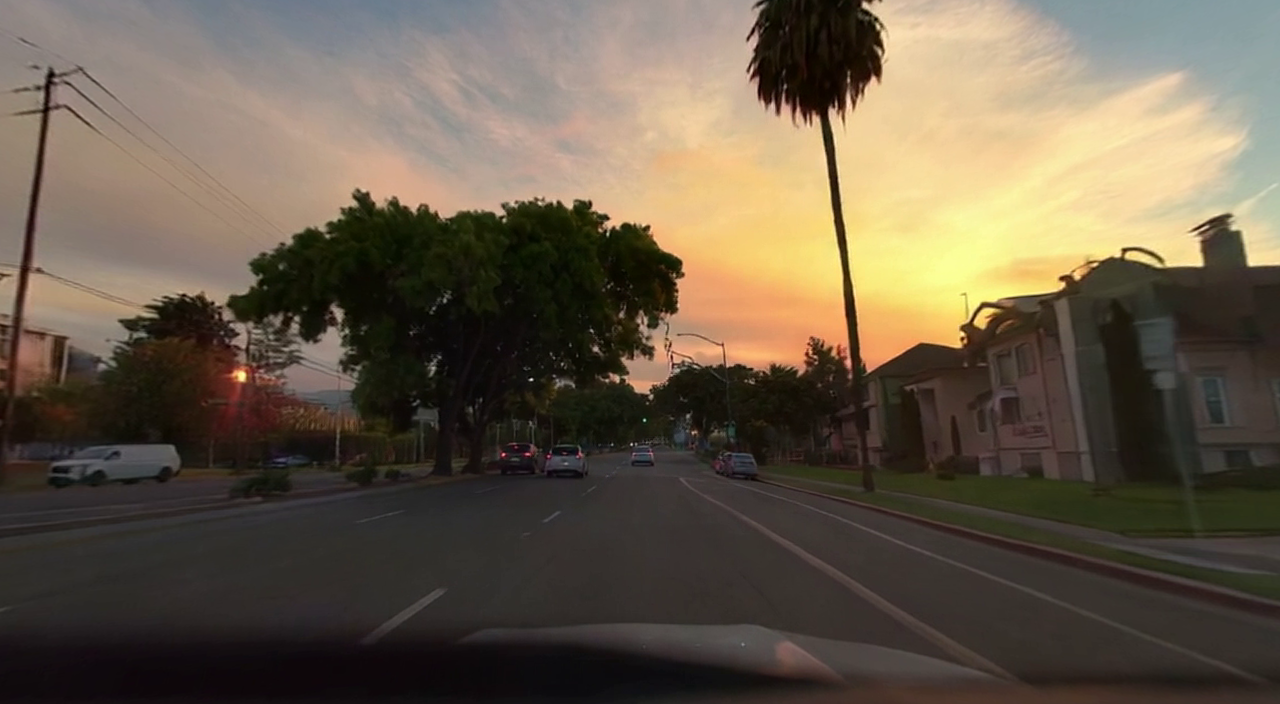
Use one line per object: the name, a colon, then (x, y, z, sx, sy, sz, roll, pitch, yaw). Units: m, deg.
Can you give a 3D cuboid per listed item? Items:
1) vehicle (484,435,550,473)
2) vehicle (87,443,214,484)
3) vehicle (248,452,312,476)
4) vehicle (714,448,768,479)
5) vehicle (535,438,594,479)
vehicle: (-6.943, 5.883, 36.483, 2.457, 2.010, 6.330, 0, -9, 1)
vehicle: (-25.172, 5.716, 32.710, 2.116, 1.947, 5.507, 0, -9, 0)
vehicle: (-25.477, 7.908, 44.703, 1.838, 1.516, 4.484, 0, -9, 1)
vehicle: (5.147, 5.752, 32.719, 1.994, 1.507, 4.173, 1, -9, -2)
vehicle: (-3.547, 5.108, 30.428, 2.116, 1.806, 4.516, 0, -9, 2)
